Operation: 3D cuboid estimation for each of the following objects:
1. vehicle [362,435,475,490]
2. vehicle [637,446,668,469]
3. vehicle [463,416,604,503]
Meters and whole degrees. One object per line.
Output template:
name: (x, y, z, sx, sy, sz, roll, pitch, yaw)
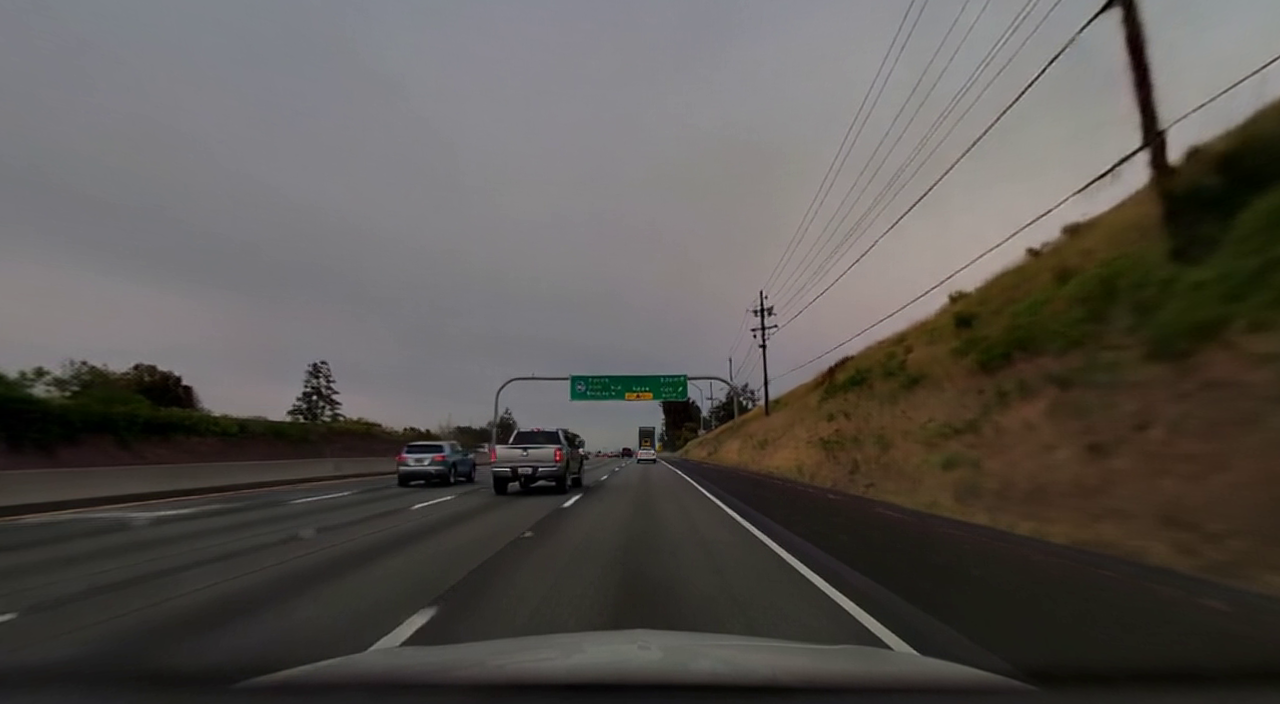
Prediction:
vehicle: (-7.487, 3.781, 21.952, 2.143, 1.688, 4.776, 0, -9, 1)
vehicle: (0.802, 7.267, 43.456, 2.025, 1.485, 4.310, 0, -9, -1)
vehicle: (-2.756, 3.070, 18.371, 2.972, 2.087, 6.126, 0, -9, 1)
